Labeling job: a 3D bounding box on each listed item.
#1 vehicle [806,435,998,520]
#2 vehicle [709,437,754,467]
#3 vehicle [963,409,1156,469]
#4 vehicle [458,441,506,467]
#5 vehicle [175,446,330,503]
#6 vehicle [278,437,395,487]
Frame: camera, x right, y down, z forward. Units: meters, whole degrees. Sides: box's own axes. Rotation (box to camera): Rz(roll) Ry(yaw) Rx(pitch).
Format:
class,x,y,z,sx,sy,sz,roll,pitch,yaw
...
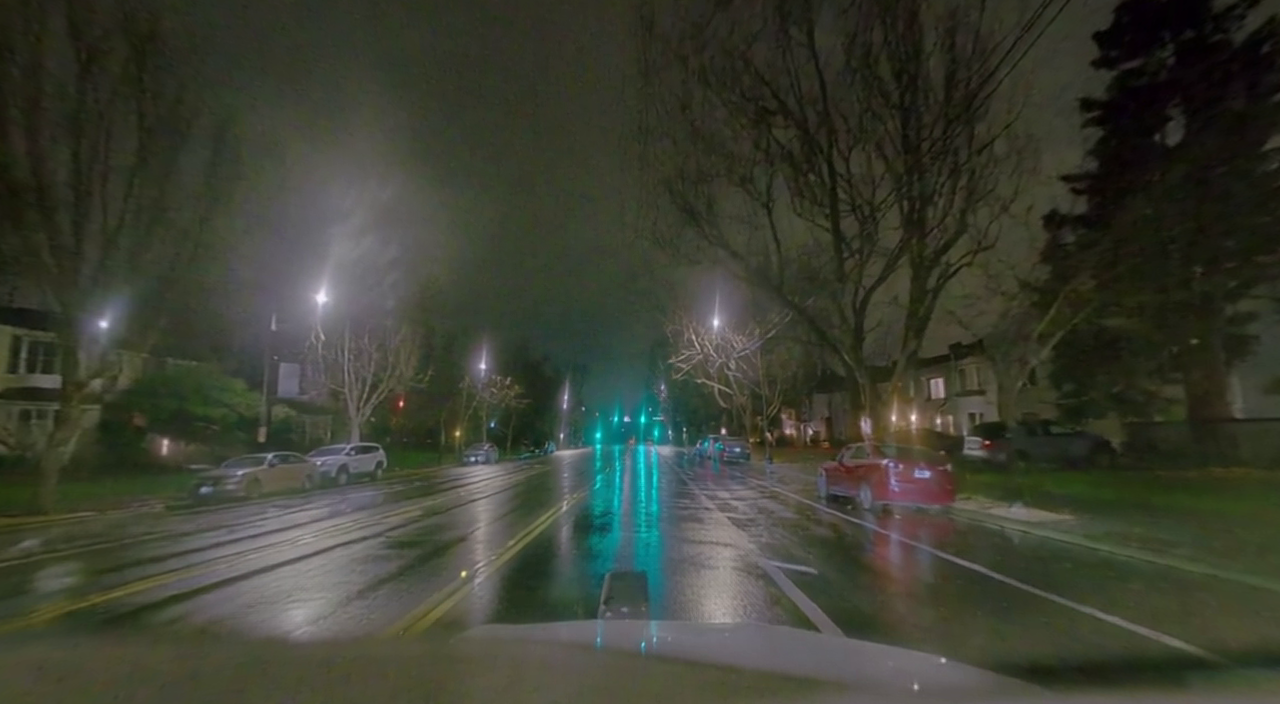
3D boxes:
class,x,y,z,sx,sy,sz,roll,pitch,yaw
vehicle,5.128,2.529,13.108,2.059,1.449,4.168,0,-10,-2
vehicle,5.275,5.814,36.974,1.885,1.603,5.235,0,-8,0
vehicle,13.828,2.922,21.027,4.940,1.764,1.977,-2,-9,0
vehicle,-11.423,7.408,45.868,2.054,1.704,4.710,-3,-9,2
vehicle,-11.960,3.772,19.915,1.940,1.496,4.654,-2,-8,0
vehicle,-11.921,4.394,25.236,2.228,1.766,4.770,0,-10,1
